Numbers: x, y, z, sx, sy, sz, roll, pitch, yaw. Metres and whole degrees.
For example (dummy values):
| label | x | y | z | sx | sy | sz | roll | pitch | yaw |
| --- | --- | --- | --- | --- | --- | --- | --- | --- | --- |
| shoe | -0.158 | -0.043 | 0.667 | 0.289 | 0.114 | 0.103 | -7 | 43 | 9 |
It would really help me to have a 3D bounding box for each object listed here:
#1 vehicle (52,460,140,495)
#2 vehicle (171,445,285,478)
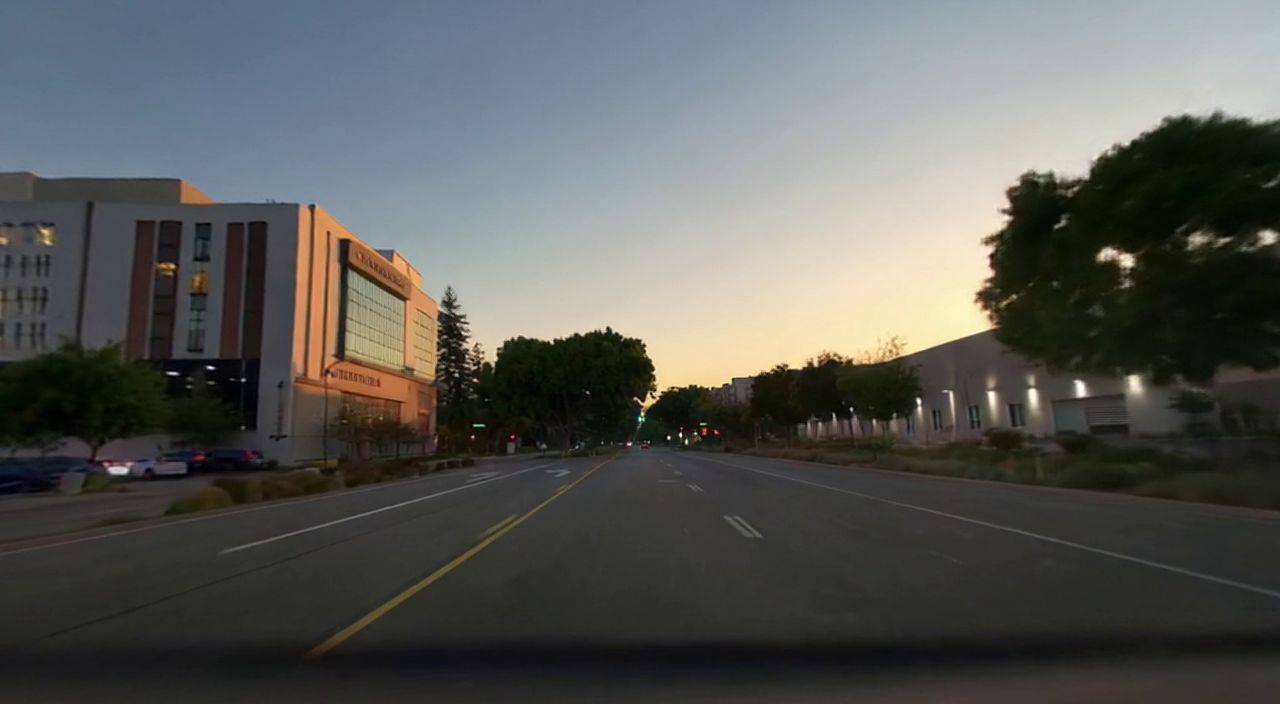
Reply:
| label | x | y | z | sx | sy | sz | roll | pitch | yaw |
| --- | --- | --- | --- | --- | --- | --- | --- | --- | --- |
| vehicle | -26.748 | 6.109 | 31.022 | 4.612 | 1.474 | 1.982 | -6 | -10 | 34 |
| vehicle | -29.608 | 7.886 | 45.593 | 6.271 | 2.087 | 2.748 | -2 | -10 | 1 |
